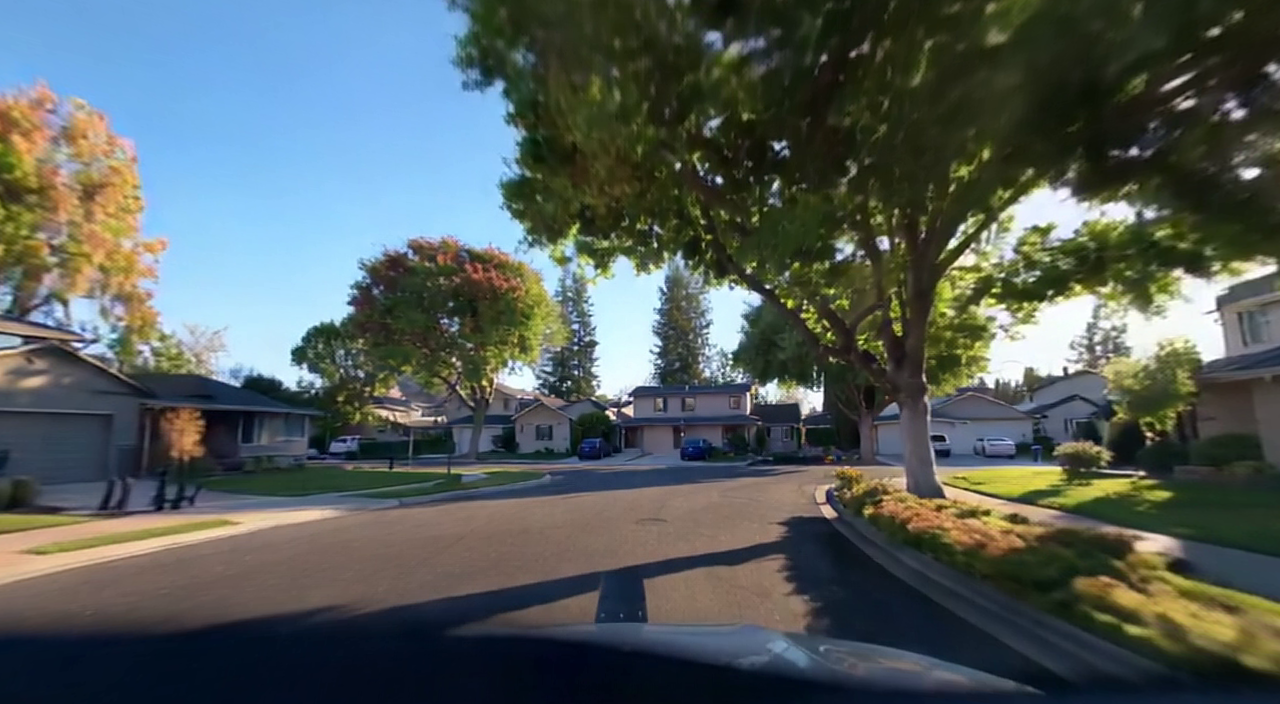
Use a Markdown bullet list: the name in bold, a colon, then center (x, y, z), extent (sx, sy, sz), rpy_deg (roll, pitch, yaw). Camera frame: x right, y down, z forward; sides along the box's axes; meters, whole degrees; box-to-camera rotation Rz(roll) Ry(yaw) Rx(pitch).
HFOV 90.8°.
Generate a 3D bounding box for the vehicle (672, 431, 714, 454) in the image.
- **vehicle**: center (4.079, 6.815, 47.668), extent (1.942, 1.651, 4.655), rpy_deg (-3, -9, 21)

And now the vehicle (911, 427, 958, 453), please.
- **vehicle**: center (20.520, 6.175, 44.198), extent (1.937, 1.731, 4.179), rpy_deg (-2, -8, 11)

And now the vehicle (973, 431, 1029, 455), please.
- **vehicle**: center (24.127, 6.095, 42.354), extent (1.873, 1.556, 4.216), rpy_deg (-1, -8, 10)
